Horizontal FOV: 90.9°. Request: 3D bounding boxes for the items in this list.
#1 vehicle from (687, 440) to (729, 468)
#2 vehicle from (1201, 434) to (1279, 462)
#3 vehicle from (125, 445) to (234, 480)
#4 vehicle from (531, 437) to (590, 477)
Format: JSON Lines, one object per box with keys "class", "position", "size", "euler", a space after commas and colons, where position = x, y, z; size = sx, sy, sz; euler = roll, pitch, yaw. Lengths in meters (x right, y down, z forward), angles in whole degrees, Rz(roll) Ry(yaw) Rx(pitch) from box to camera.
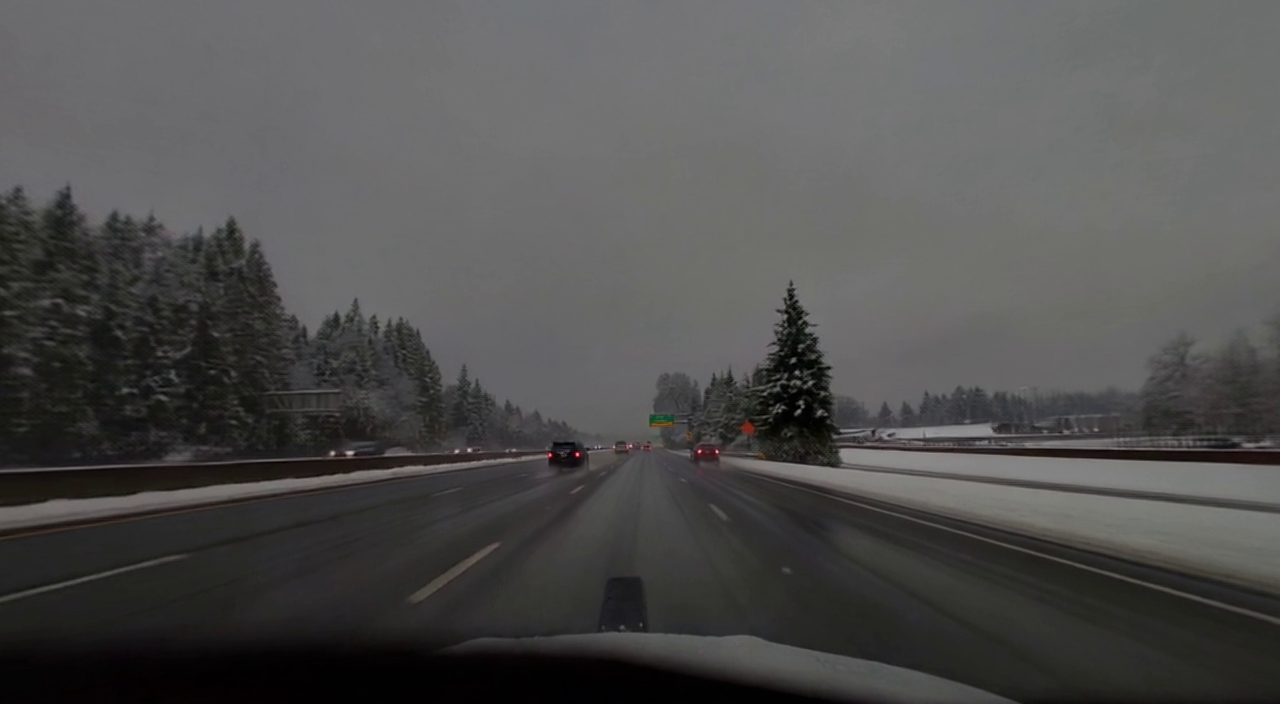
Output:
{"class": "vehicle", "position": [4.349, 6.589, 40.899], "size": [2.229, 1.704, 4.392], "euler": [0, -8, 0]}
{"class": "vehicle", "position": [37.247, 5.910, 38.833], "size": [3.612, 1.451, 1.747], "euler": [-3, -9, 0]}
{"class": "vehicle", "position": [-21.061, 5.045, 29.078], "size": [1.815, 1.438, 4.158], "euler": [0, -8, 1]}
{"class": "vehicle", "position": [-3.703, 4.990, 30.296], "size": [2.196, 1.733, 4.355], "euler": [0, -8, 1]}
